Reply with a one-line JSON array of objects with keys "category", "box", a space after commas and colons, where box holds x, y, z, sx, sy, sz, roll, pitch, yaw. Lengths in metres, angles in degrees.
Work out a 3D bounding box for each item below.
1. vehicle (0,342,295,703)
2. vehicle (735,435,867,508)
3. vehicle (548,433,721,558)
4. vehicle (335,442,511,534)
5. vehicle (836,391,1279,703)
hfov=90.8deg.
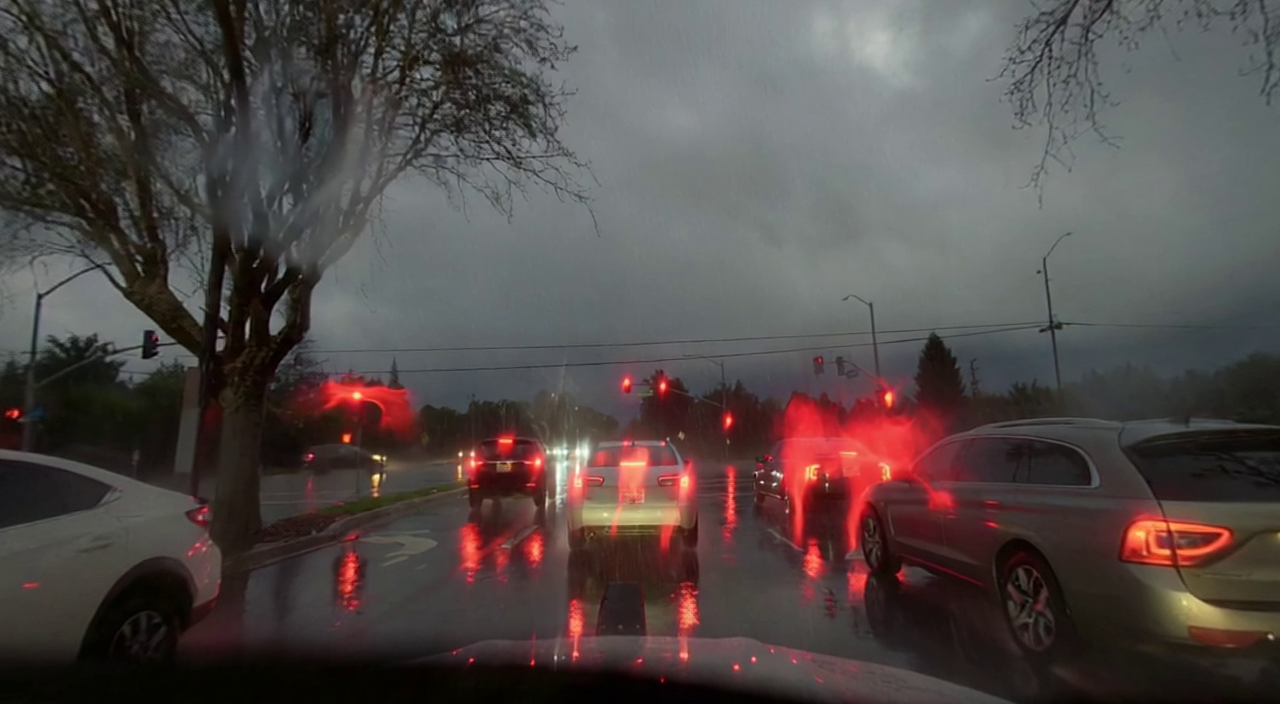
[{"category": "vehicle", "box": [-3.663, 0.846, 2.547, 2.047, 1.764, 4.369, 0, -8, 0]}, {"category": "vehicle", "box": [3.645, 2.786, 15.256, 1.922, 1.472, 4.440, 0, -8, -1]}, {"category": "vehicle", "box": [-0.076, 2.009, 9.589, 2.061, 1.470, 3.970, 0, -8, 0]}, {"category": "vehicle", "box": [-3.916, 2.501, 12.338, 1.919, 1.459, 4.371, 0, -8, -1]}, {"category": "vehicle", "box": [3.390, 1.307, 5.424, 1.933, 1.564, 4.600, 0, -8, 0]}]
